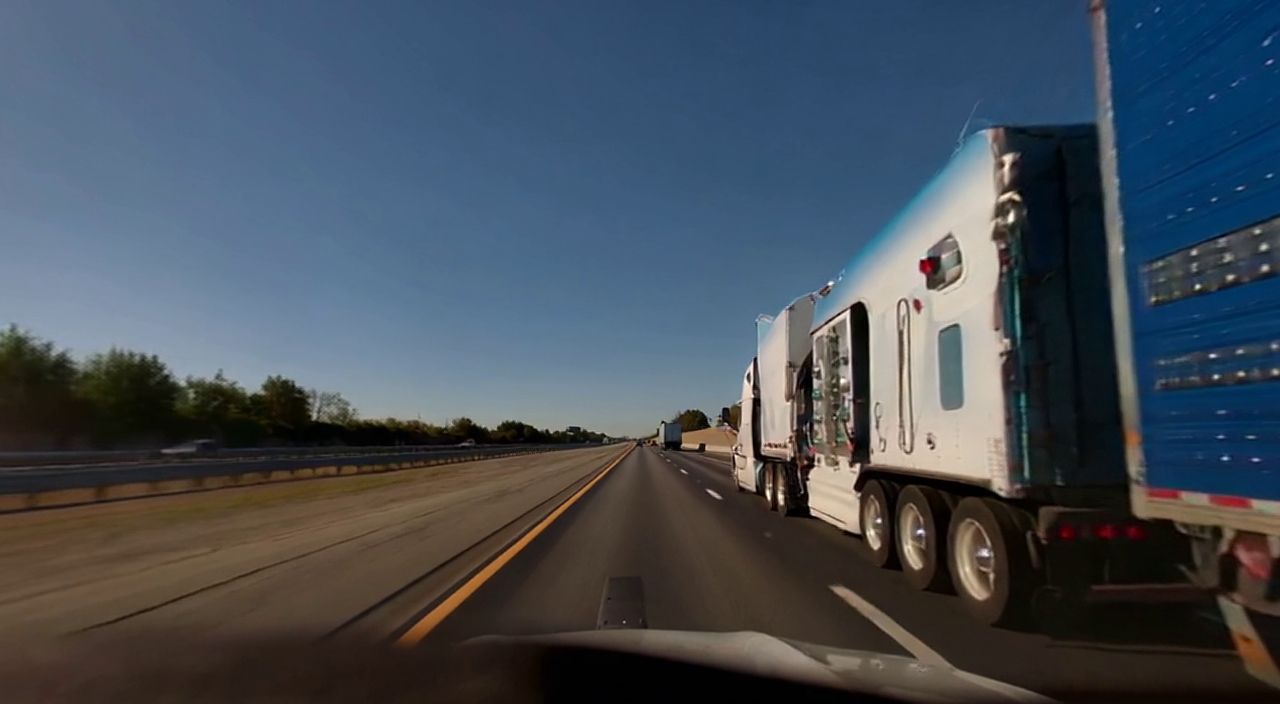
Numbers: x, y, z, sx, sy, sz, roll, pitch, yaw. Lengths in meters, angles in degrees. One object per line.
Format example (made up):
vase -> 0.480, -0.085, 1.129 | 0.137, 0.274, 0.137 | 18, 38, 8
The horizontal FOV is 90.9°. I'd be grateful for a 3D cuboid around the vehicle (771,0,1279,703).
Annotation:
vehicle -> 4.065, -0.055, 3.714 | 2.976, 4.114, 16.788 | 0, -8, 0
